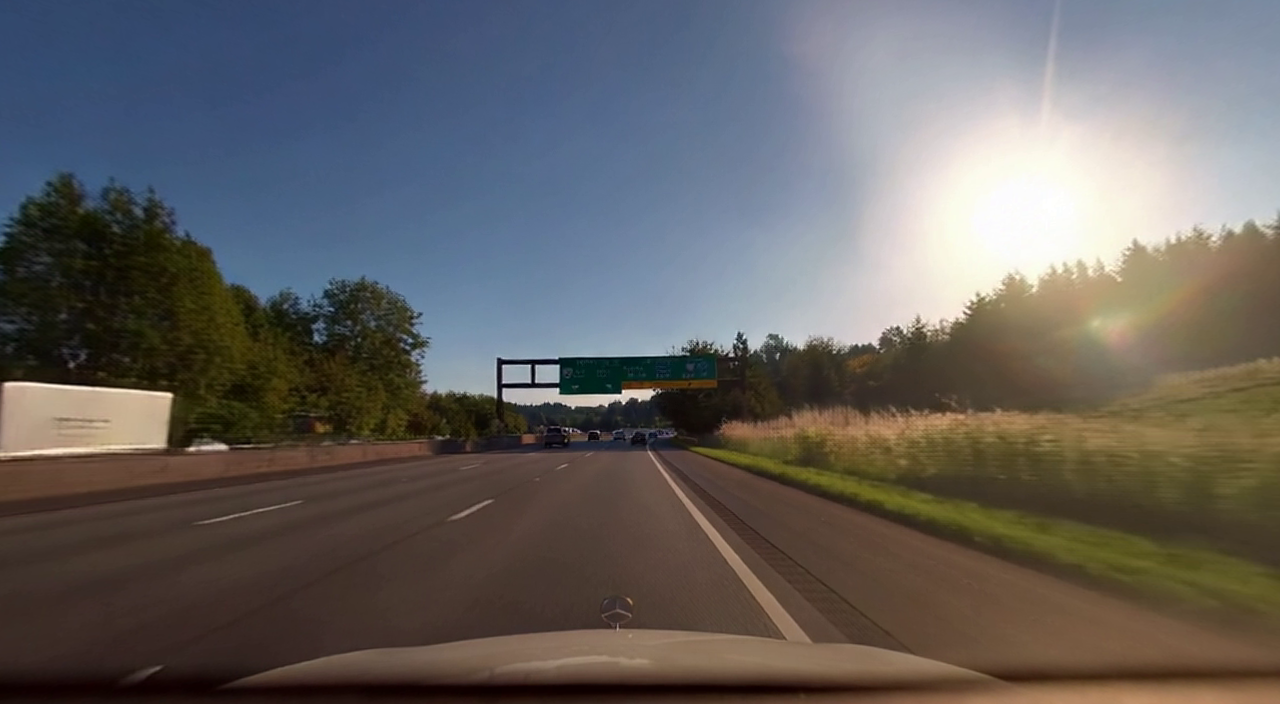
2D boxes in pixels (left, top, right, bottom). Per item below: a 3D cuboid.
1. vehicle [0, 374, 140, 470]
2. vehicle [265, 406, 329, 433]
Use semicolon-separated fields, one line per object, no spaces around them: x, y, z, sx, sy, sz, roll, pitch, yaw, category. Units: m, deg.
-24.317;2.651;23.535;2.715;3.424;10.329;0;-8;-1;vehicle
-20.770;4.137;38.216;1.694;1.520;3.886;0;-8;0;vehicle
